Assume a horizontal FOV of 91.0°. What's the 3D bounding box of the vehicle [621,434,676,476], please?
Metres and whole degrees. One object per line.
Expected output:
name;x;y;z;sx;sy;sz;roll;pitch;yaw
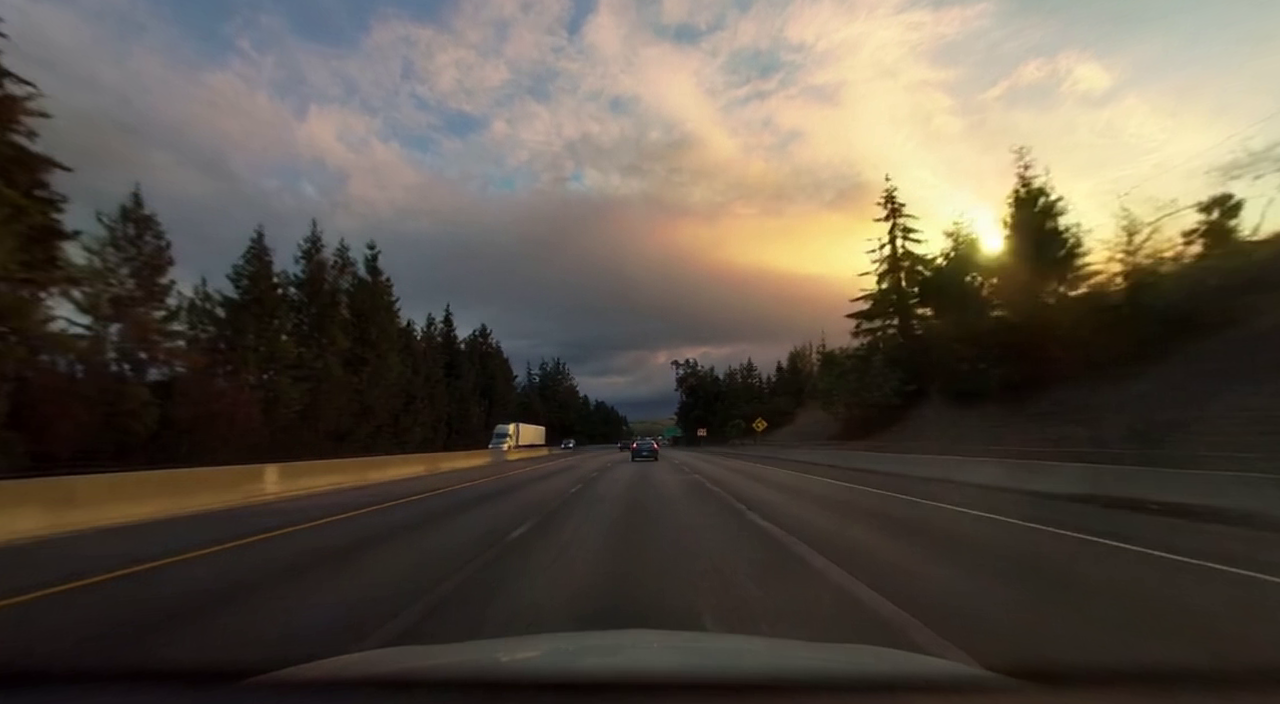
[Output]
vehicle;0.449;4.302;26.559;2.139;1.607;4.034;-1;-8;3
